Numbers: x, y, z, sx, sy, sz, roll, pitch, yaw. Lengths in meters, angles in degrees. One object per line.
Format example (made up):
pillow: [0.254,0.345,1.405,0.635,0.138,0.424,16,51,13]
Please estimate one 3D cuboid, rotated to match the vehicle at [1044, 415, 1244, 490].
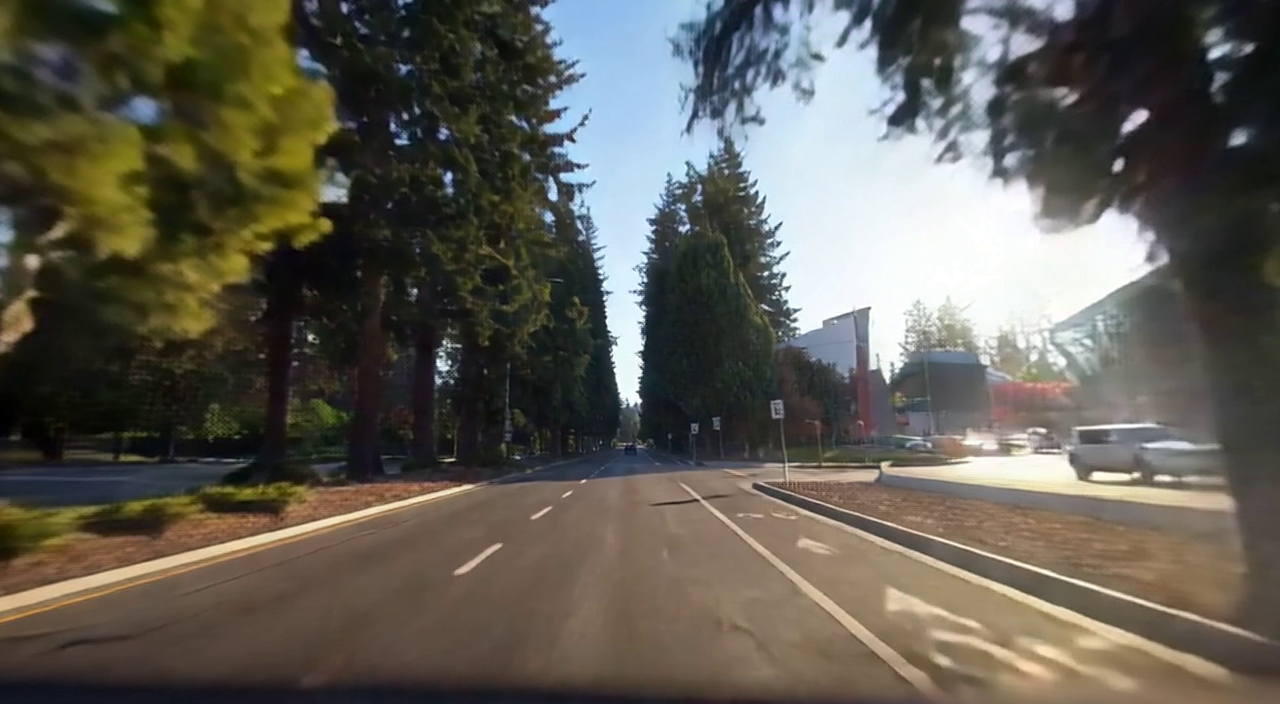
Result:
vehicle: [14.400,2.921,18.448,1.855,1.900,4.714,0,-9,-1]
